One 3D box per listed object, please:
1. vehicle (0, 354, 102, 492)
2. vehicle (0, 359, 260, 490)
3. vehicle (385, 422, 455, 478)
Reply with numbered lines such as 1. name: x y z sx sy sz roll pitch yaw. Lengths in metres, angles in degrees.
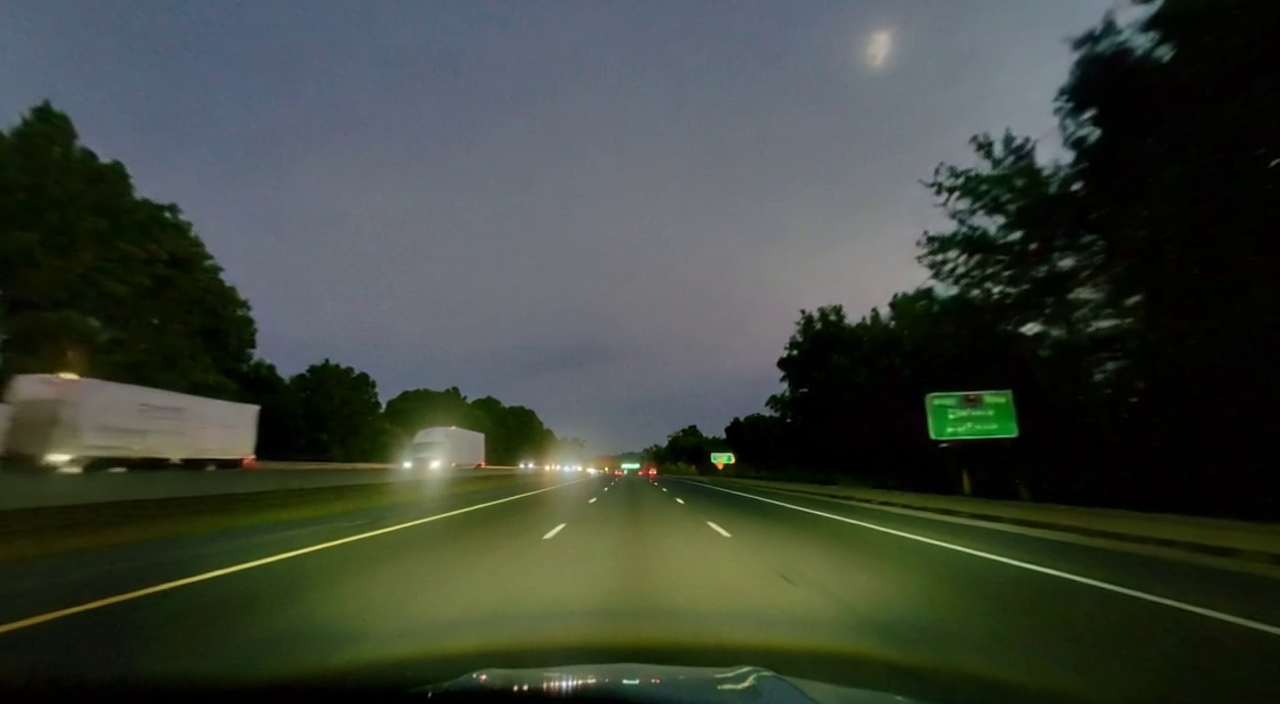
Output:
1. vehicle: -19.715 2.054 18.155 2.969 3.859 5.793 1 -10 -1
2. vehicle: -19.854 3.176 24.153 2.745 3.746 12.715 1 -10 -1
3. vehicle: -16.288 7.404 47.208 2.975 3.883 5.859 1 -11 0
